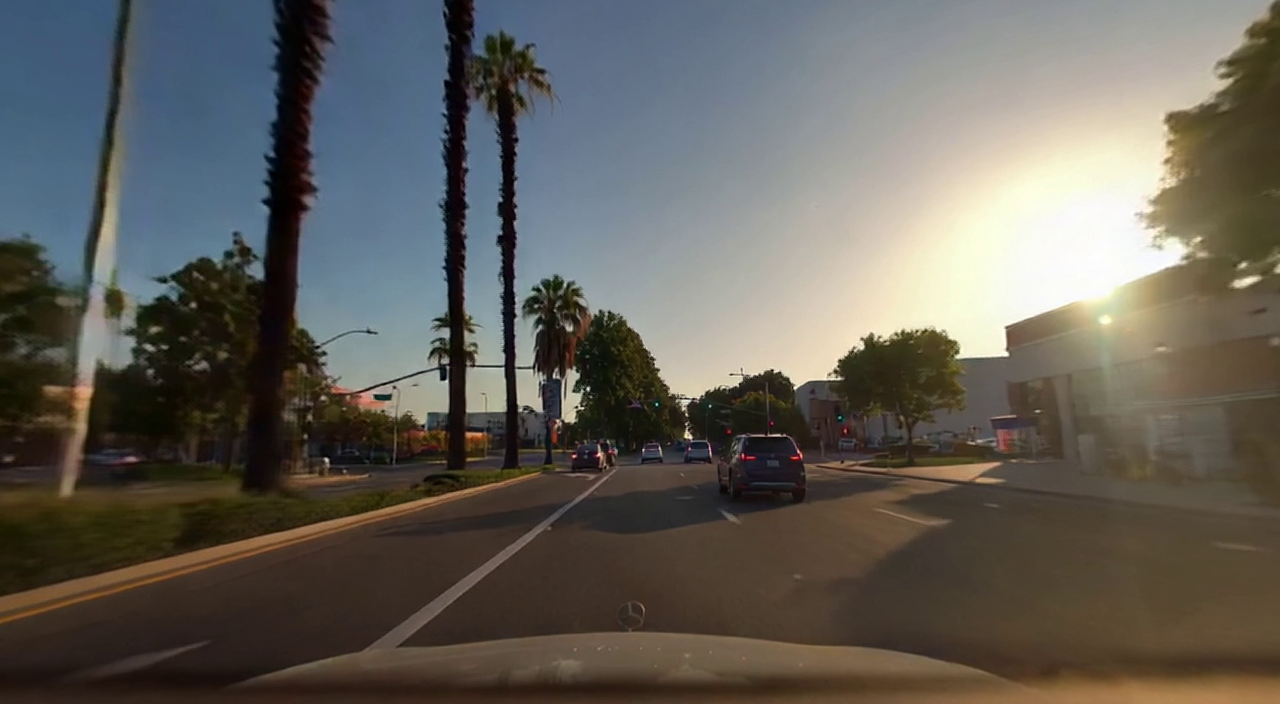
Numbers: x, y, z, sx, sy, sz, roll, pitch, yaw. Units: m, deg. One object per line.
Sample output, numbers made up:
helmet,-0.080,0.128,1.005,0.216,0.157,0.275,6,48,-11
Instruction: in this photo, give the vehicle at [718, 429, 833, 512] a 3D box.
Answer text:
vehicle,3.127,2.804,15.424,1.872,1.752,3.896,0,-8,-1

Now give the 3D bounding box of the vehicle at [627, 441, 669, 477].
vehicle,0.383,5.311,31.490,1.991,1.664,3.814,0,-8,0

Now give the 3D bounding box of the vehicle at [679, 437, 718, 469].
vehicle,3.846,6.770,42.384,2.154,1.975,4.634,0,-8,0

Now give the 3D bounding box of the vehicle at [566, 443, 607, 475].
vehicle,-2.829,5.756,34.212,1.788,1.600,4.298,0,-8,1
